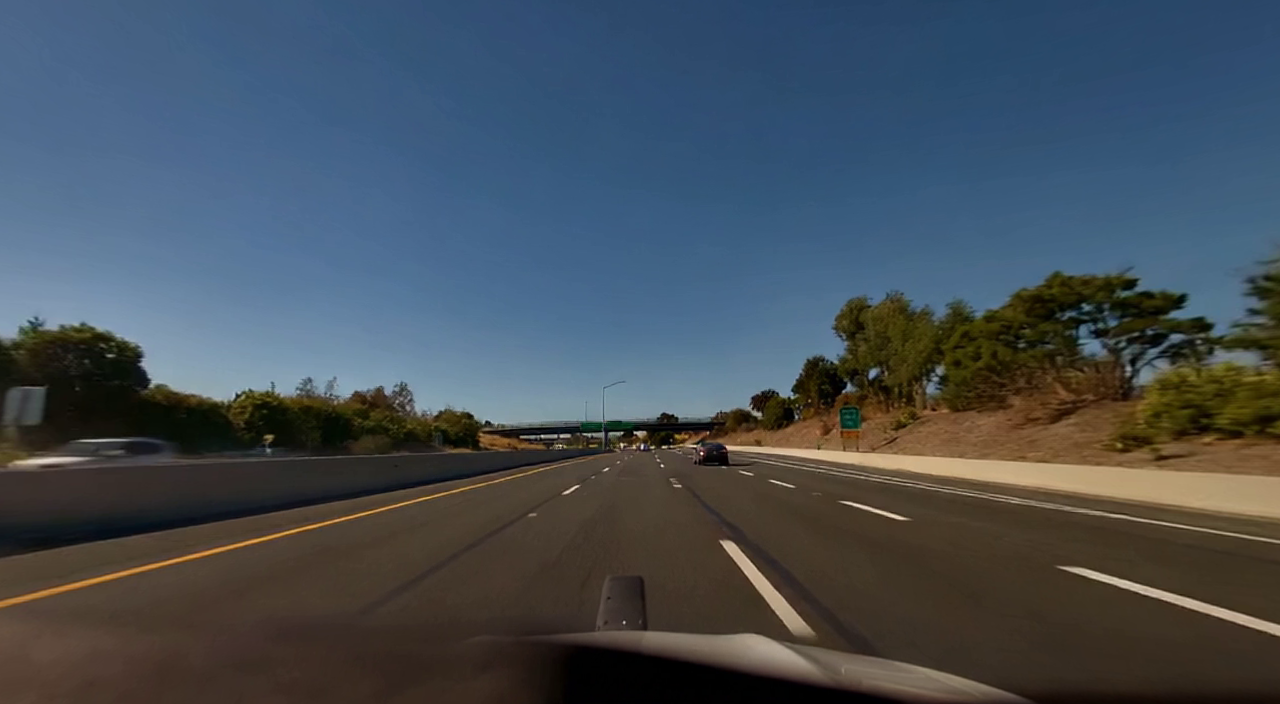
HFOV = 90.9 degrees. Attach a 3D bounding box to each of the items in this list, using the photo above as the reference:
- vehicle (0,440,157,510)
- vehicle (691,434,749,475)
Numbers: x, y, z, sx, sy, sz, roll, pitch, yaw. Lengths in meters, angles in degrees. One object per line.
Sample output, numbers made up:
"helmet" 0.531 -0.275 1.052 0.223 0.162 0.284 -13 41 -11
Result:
"vehicle" -14.904 2.963 15.613 1.938 1.498 4.851 0 -8 2
"vehicle" 3.554 4.656 28.868 2.039 1.701 4.834 0 -8 0
